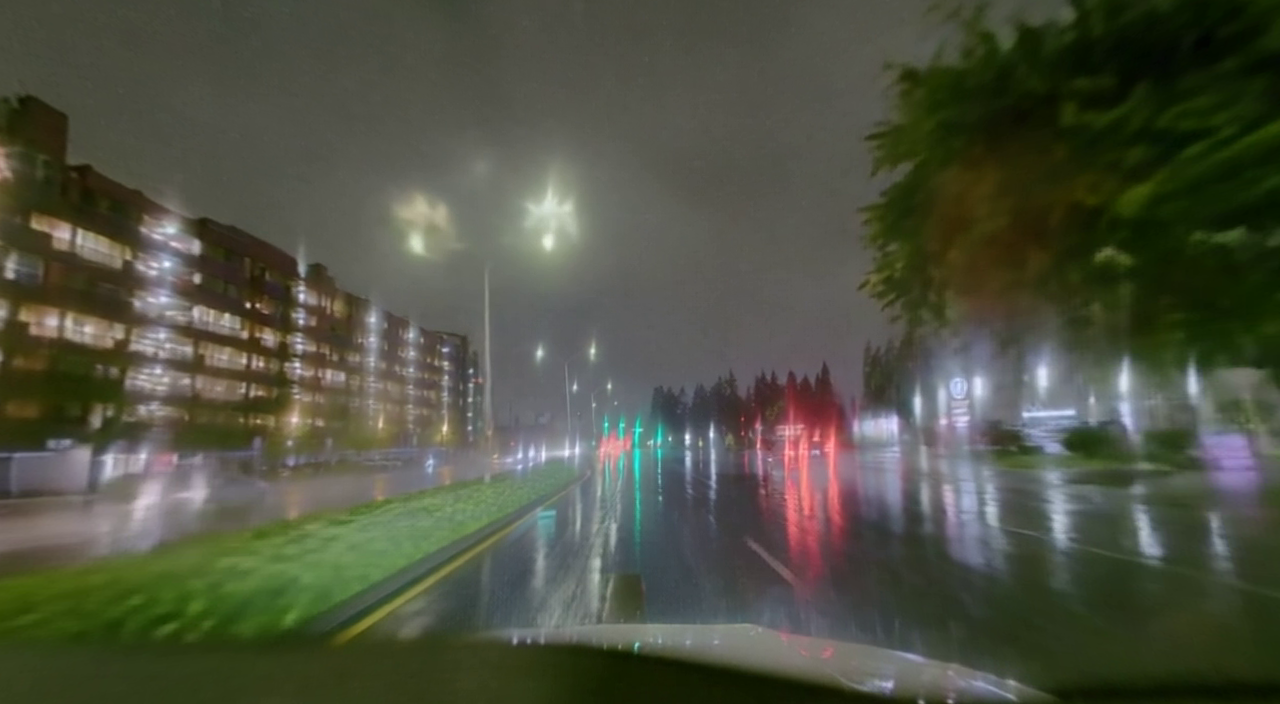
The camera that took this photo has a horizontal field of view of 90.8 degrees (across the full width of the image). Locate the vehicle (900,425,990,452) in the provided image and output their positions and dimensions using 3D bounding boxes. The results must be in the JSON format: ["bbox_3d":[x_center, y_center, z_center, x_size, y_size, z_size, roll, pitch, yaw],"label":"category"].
[{"bbox_3d":[19.758,5.650,41.121,4.745,1.675,2.096,0,-9,0],"label":"vehicle"}]

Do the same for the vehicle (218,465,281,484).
[{"bbox_3d":[-30.746,9.670,49.796,3.705,1.403,1.762,0,-9,2],"label":"vehicle"}]

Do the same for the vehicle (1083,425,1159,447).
[{"bbox_3d":[33.251,5.861,43.788,1.818,1.427,4.239,0,-9,-2],"label":"vehicle"}]
